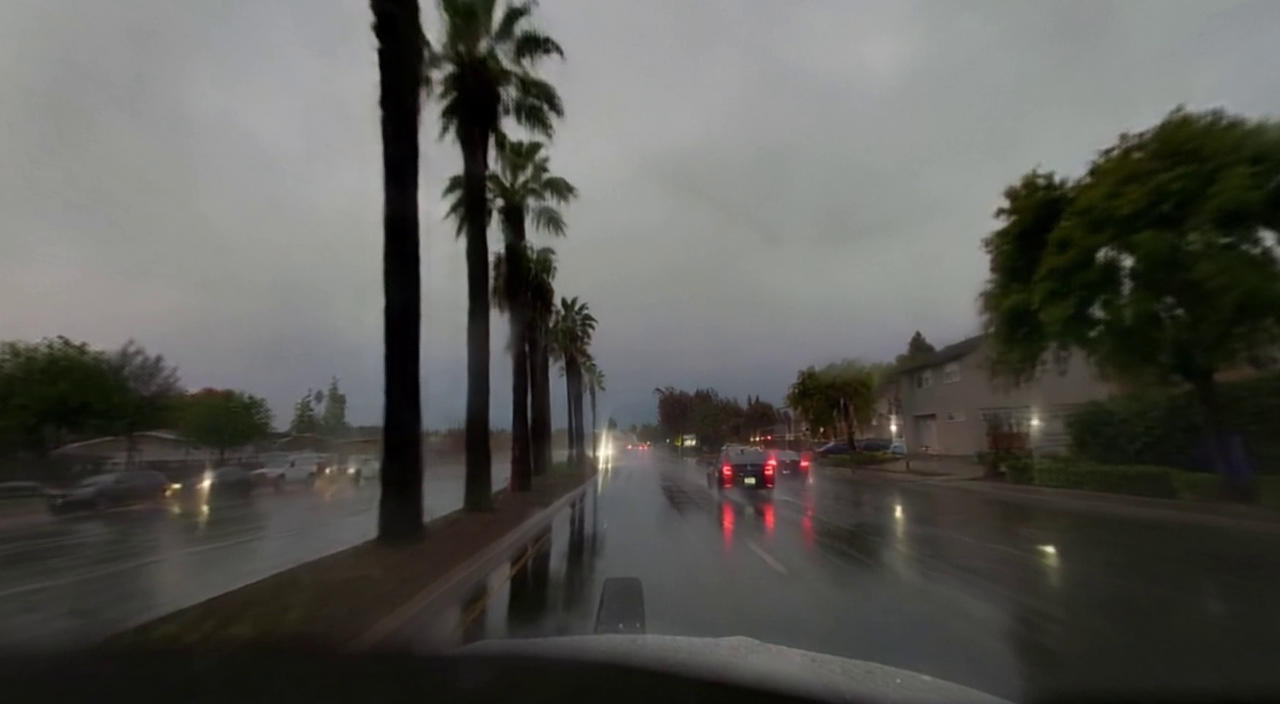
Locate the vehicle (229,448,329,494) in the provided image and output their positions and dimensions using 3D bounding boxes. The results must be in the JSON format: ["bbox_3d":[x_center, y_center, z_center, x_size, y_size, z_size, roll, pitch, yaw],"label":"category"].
[{"bbox_3d":[-19.288,6.342,34.112,2.344,2.232,5.170,0,-9,0],"label":"vehicle"}]

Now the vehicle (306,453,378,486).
[{"bbox_3d":[-19.216,7.583,41.078,2.056,1.946,5.498,0,-9,-1],"label":"vehicle"}]

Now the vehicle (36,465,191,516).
[{"bbox_3d":[-18.969,4.977,23.089,1.811,1.539,4.560,0,-9,-2],"label":"vehicle"}]

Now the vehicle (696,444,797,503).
[{"bbox_3d":[2.918,3.443,18.396,1.989,1.492,4.689,0,-9,-2],"label":"vehicle"}]

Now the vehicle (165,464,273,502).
[{"bbox_3d":[-18.838,5.861,28.583,1.828,1.472,4.464,0,-9,0],"label":"vehicle"}]

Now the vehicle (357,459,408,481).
[{"bbox_3d":[-19.180,8.800,47.336,1.836,1.476,4.950,0,-9,-1],"label":"vehicle"}]
